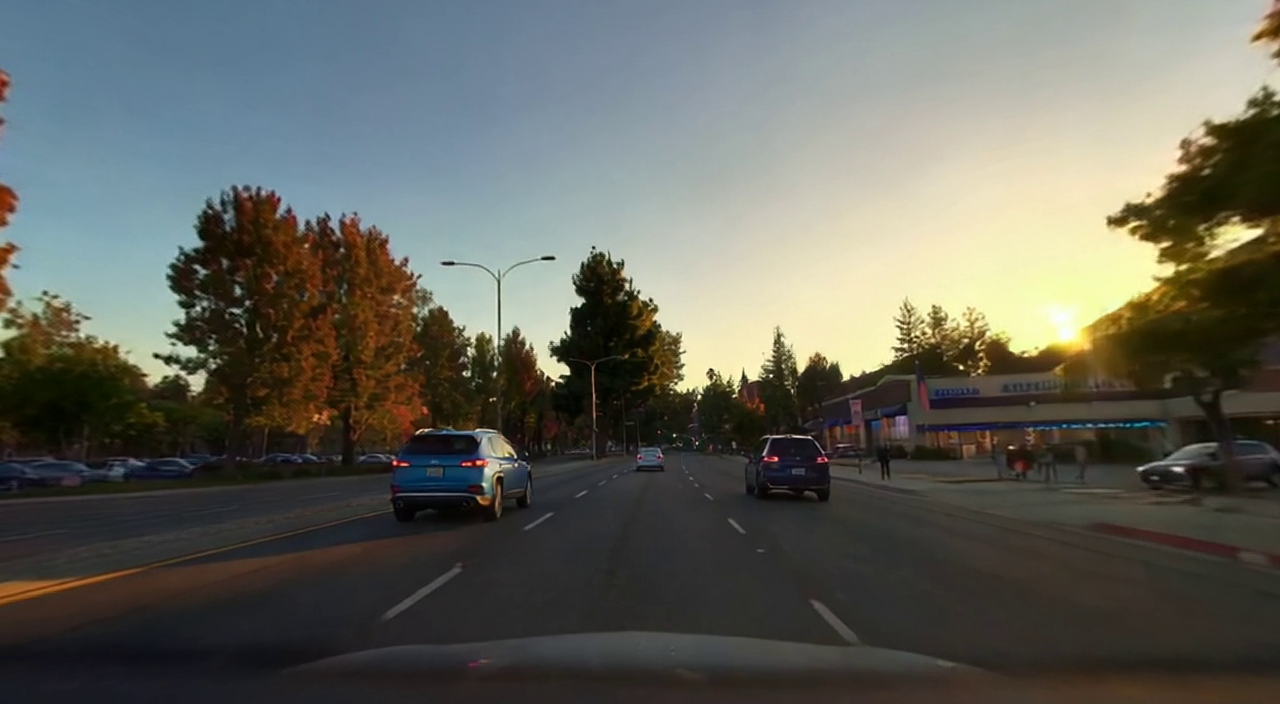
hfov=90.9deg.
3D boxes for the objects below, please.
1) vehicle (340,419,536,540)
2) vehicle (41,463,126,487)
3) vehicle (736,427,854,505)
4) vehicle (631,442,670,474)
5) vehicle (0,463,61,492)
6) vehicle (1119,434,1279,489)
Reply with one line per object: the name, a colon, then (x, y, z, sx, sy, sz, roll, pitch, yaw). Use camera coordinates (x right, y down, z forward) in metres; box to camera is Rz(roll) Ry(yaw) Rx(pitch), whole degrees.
vehicle: (-3.451, 2.268, 11.873, 2.047, 1.810, 4.414, 0, -8, 2)
vehicle: (-42.756, 9.448, 48.478, 4.647, 1.733, 2.030, 0, -8, 3)
vehicle: (3.938, 2.970, 16.852, 2.083, 1.779, 4.347, 0, -8, 1)
vehicle: (0.647, 5.932, 35.452, 2.067, 1.702, 3.987, 0, -8, 2)
vehicle: (-42.630, 8.534, 42.846, 4.648, 1.811, 2.029, -1, -8, 6)
vehicle: (18.167, 3.401, 19.784, 4.601, 1.603, 1.852, -4, -10, 28)
